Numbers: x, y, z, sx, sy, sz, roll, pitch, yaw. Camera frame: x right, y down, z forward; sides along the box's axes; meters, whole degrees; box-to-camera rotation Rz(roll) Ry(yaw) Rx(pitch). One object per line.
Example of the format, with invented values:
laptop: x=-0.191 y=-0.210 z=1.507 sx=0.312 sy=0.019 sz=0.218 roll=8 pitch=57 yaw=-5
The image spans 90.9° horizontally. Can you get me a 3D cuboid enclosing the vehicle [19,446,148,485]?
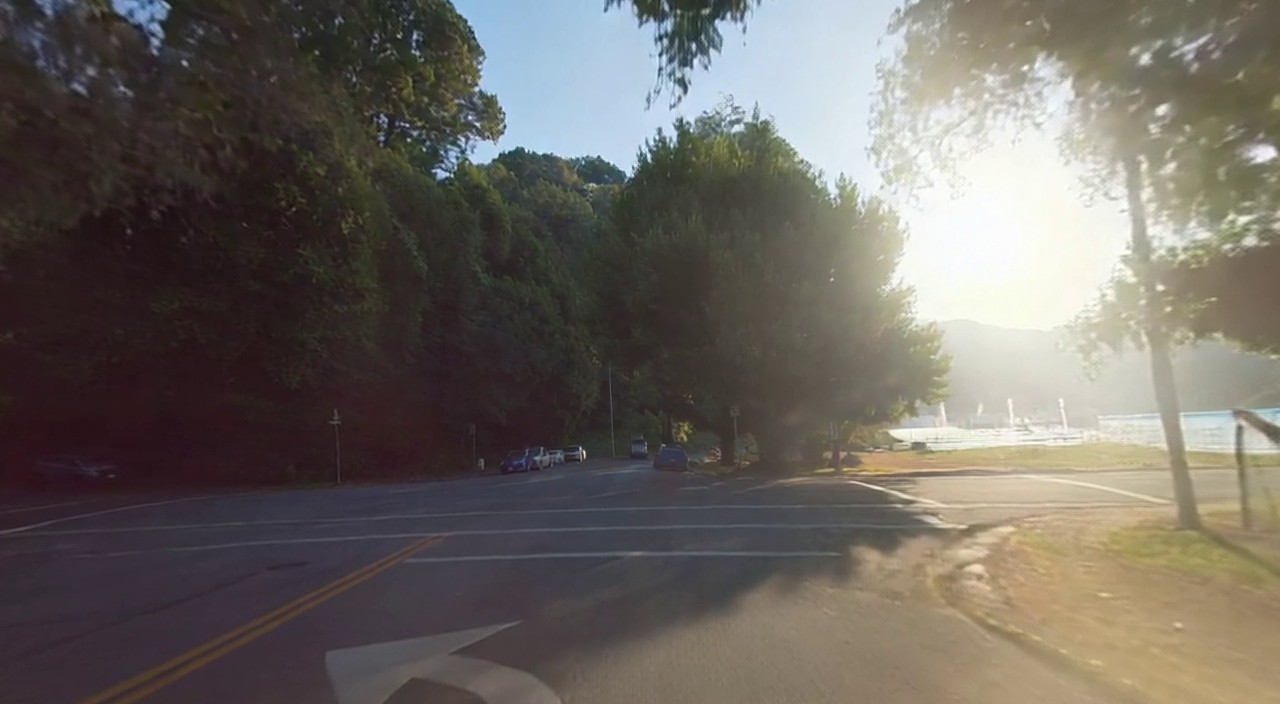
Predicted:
vehicle: x=-27.588 y=5.608 z=31.305 sx=4.986 sy=1.796 sz=2.066 roll=-2 pitch=-8 yaw=12

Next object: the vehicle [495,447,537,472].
vehicle: x=-8.235 y=7.160 z=42.249 sx=2.102 sy=1.507 sz=4.049 roll=0 pitch=-8 yaw=-2

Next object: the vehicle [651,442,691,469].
vehicle: x=1.752 y=6.035 z=36.930 sx=2.051 sy=1.461 sz=4.100 roll=0 pitch=-8 yaw=-2
